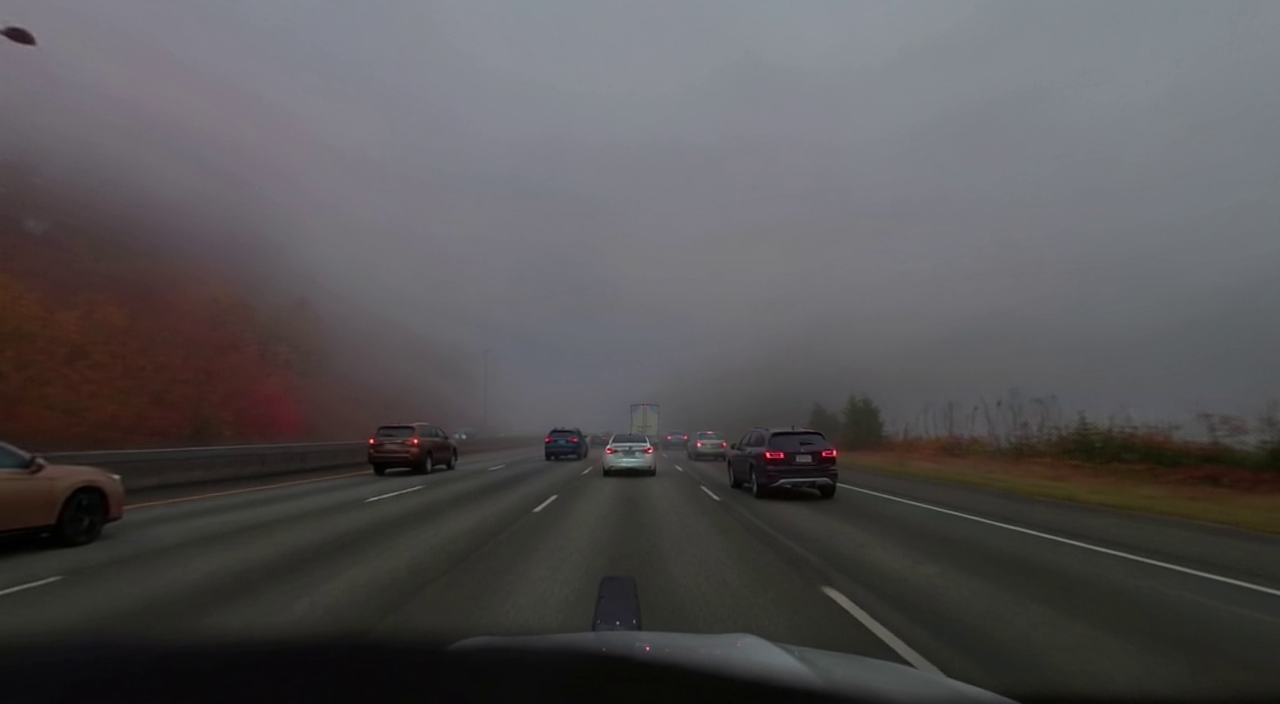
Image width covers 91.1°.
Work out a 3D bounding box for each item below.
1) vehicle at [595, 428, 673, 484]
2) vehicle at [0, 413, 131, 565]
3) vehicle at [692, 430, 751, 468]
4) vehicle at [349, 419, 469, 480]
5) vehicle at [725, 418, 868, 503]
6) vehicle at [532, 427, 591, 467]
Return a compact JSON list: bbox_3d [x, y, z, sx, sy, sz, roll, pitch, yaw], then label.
[{"bbox_3d":[-0.144,3.116,19.220,2.111,1.494,4.364,0,-8,0],"label":"vehicle"},{"bbox_3d":[-7.482,1.338,5.974,1.934,1.526,3.966,0,-8,0],"label":"vehicle"},{"bbox_3d":[3.505,4.263,27.901,1.972,1.516,4.514,0,-8,-1],"label":"vehicle"},{"bbox_3d":[-7.441,3.193,20.877,2.117,1.779,4.745,0,-8,1],"label":"vehicle"},{"bbox_3d":[3.358,2.415,14.488,2.095,1.650,4.331,0,-8,-1],"label":"vehicle"},{"bbox_3d":[-3.517,4.359,29.078,2.064,1.672,4.277,0,-8,1],"label":"vehicle"}]
